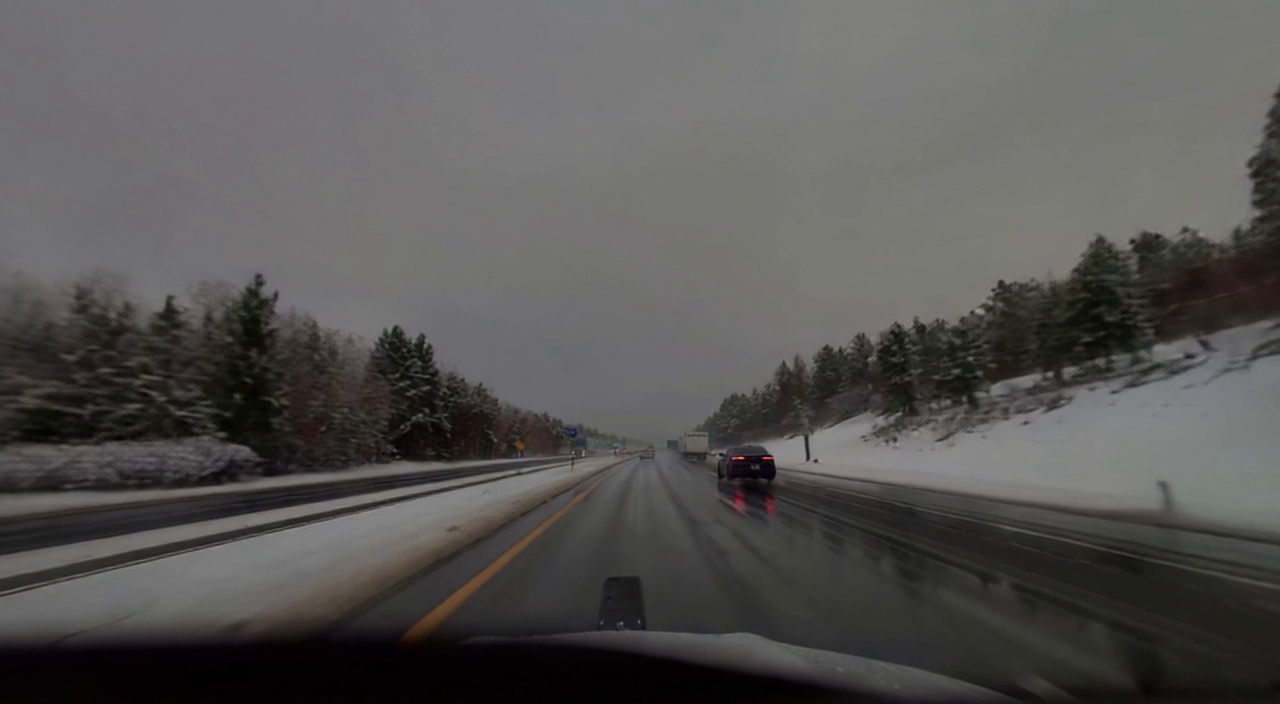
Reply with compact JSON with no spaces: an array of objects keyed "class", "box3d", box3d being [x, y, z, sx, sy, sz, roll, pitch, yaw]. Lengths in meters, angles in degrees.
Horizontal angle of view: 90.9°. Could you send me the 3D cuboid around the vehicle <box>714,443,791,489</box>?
[{"class":"vehicle","box3d":[4.010,4.135,23.162,2.043,1.542,3.881,0,-9,-1]}]
